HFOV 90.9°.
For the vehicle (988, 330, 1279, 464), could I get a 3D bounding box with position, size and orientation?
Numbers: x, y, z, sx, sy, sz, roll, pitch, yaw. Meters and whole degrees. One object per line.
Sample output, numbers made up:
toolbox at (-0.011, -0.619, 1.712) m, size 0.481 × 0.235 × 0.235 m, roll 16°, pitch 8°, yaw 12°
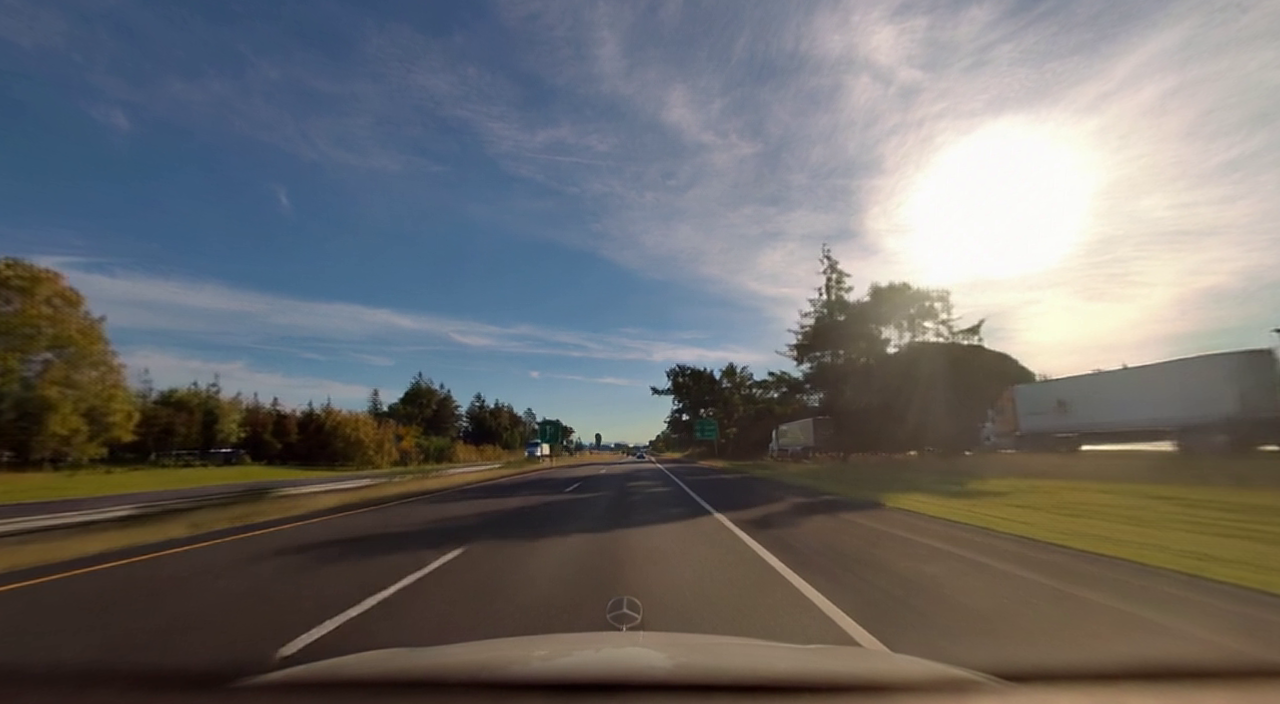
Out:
vehicle at (20.535, 2.605, 26.718) m, size 2.861 × 4.047 × 15.002 m, roll -3°, pitch -10°, yaw 0°
